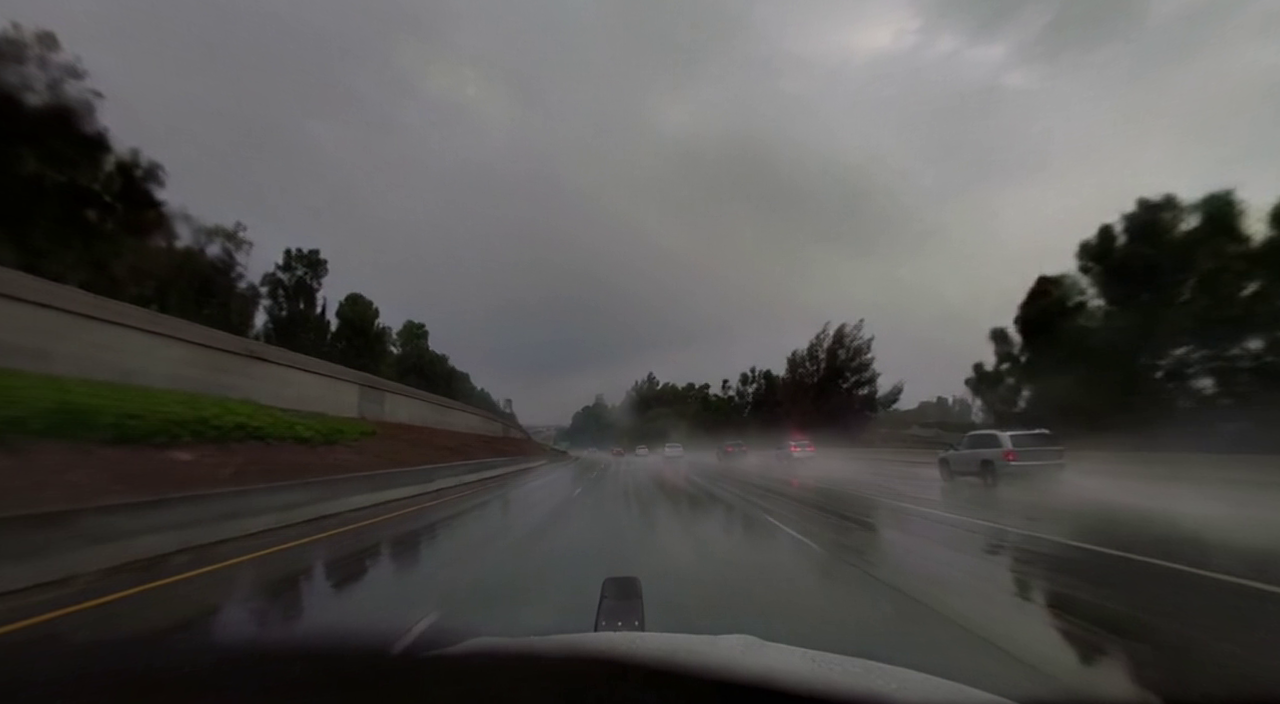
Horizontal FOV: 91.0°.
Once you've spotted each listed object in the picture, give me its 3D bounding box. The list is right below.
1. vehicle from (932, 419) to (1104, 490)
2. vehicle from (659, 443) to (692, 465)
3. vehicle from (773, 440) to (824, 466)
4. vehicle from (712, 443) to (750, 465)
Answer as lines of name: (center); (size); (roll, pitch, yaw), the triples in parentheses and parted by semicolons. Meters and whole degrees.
vehicle: (10.714, 2.947, 18.357); (2.077, 1.763, 4.472); (0, -8, -2)
vehicle: (2.476, 7.327, 45.264); (1.934, 1.491, 3.982); (0, -8, -3)
vehicle: (10.379, 6.635, 41.531); (1.987, 1.546, 4.271); (0, -8, -4)
vehicle: (6.577, 7.382, 45.946); (1.904, 1.488, 4.299); (0, -8, -3)
